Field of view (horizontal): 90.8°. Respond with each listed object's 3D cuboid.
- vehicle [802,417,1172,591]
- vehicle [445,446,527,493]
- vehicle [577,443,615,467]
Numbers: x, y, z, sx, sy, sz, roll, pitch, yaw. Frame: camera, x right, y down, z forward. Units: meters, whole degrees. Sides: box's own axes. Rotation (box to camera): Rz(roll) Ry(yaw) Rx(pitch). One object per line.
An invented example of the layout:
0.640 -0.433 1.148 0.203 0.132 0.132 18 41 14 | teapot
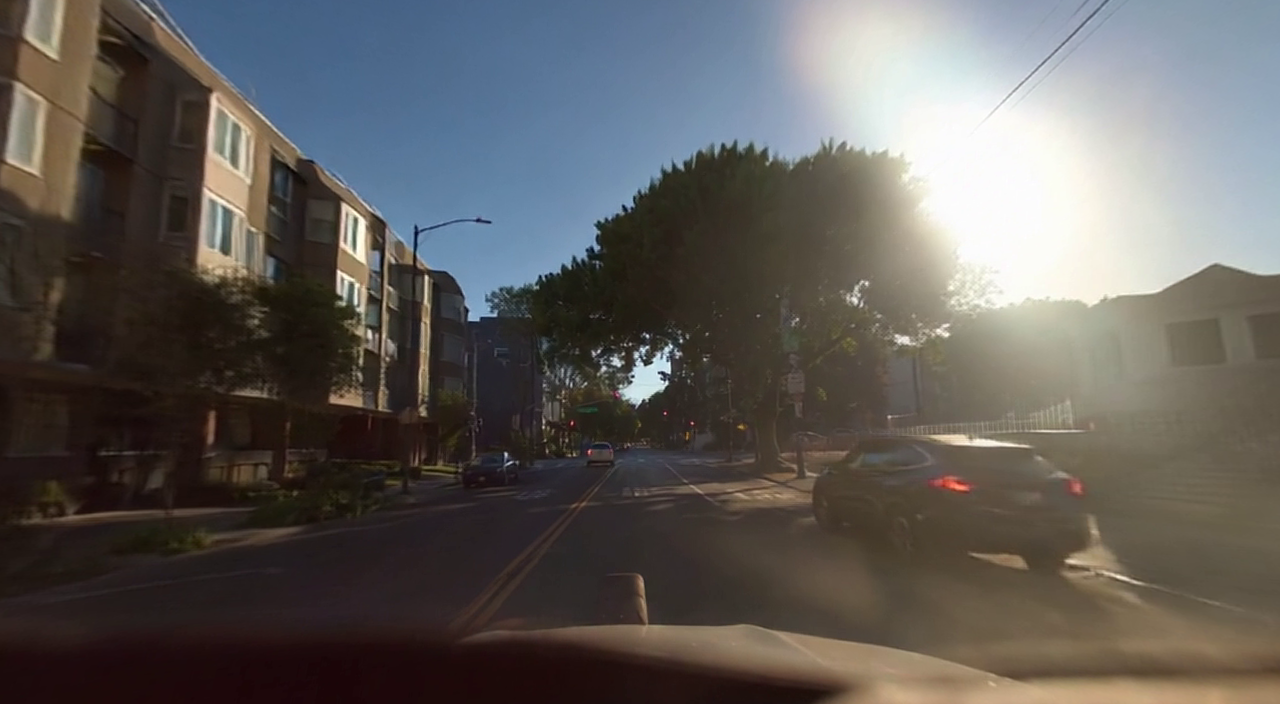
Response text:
4.023 1.828 8.601 2.082 1.662 4.753 0 -8 -4 | vehicle
-5.773 4.412 24.228 1.947 1.473 4.397 -4 -8 1 | vehicle
-2.731 6.478 39.969 2.029 1.438 4.313 0 -8 1 | vehicle
